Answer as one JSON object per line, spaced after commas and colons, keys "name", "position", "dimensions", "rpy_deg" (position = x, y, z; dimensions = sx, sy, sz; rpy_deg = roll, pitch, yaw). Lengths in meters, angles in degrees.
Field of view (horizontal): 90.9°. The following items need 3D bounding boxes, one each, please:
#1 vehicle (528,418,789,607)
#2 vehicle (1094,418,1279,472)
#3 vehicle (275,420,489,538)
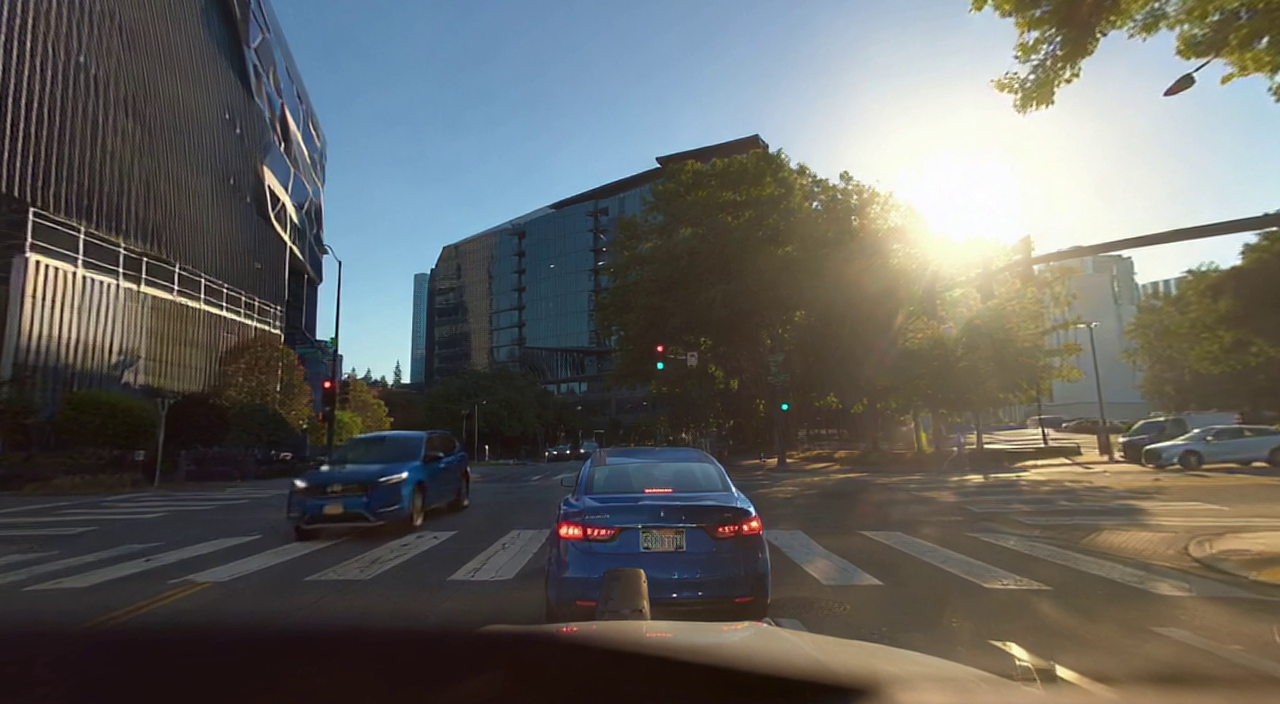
{"name": "vehicle", "position": [-0.141, 1.653, 7.485], "dimensions": [1.893, 1.532, 4.145], "rpy_deg": [2, -9, -16]}
{"name": "vehicle", "position": [19.118, 3.269, 22.225], "dimensions": [4.675, 1.772, 1.945], "rpy_deg": [0, -8, 0]}
{"name": "vehicle", "position": [-4.461, 2.257, 11.883], "dimensions": [2.006, 1.756, 4.599], "rpy_deg": [0, -8, 1]}
